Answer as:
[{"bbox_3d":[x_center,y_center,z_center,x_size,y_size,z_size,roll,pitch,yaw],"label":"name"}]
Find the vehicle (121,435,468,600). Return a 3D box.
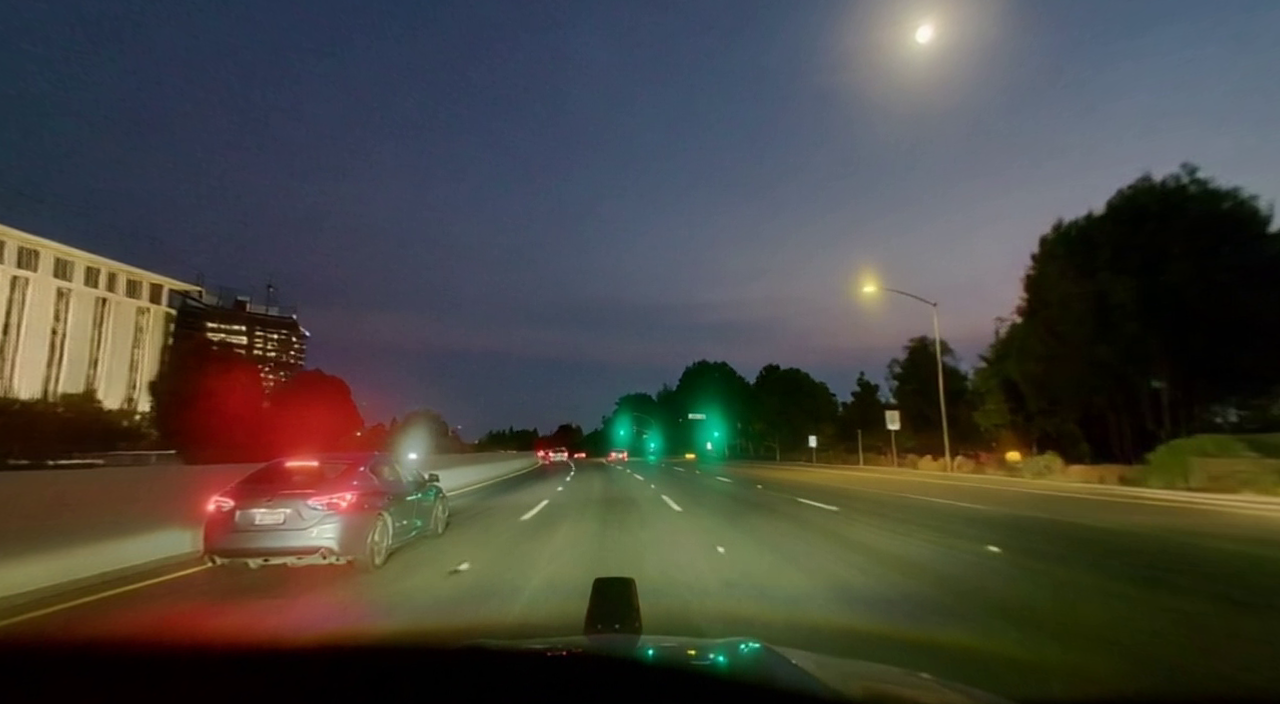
[{"bbox_3d":[-3.737,1.830,7.987,2.018,1.476,4.364,0,-8,-2],"label":"vehicle"}]
